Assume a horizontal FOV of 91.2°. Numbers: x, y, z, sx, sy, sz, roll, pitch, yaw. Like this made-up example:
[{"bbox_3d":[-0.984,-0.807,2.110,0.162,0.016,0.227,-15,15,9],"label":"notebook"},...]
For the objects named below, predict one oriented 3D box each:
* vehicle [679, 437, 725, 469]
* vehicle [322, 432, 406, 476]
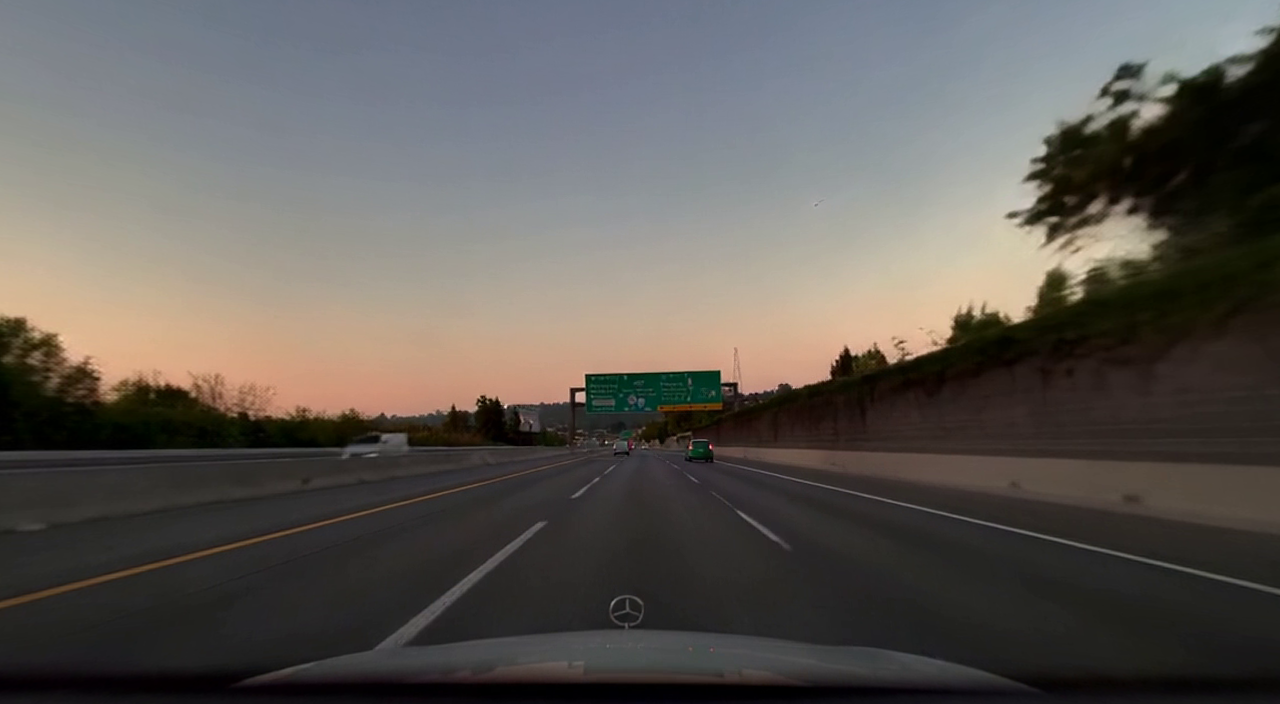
[{"bbox_3d":[3.459,5.697,35.687,2.202,1.682,4.188,0,-8,0],"label":"vehicle"},{"bbox_3d":[-16.904,6.291,38.863,2.402,2.484,5.996,0,-8,1],"label":"vehicle"}]
